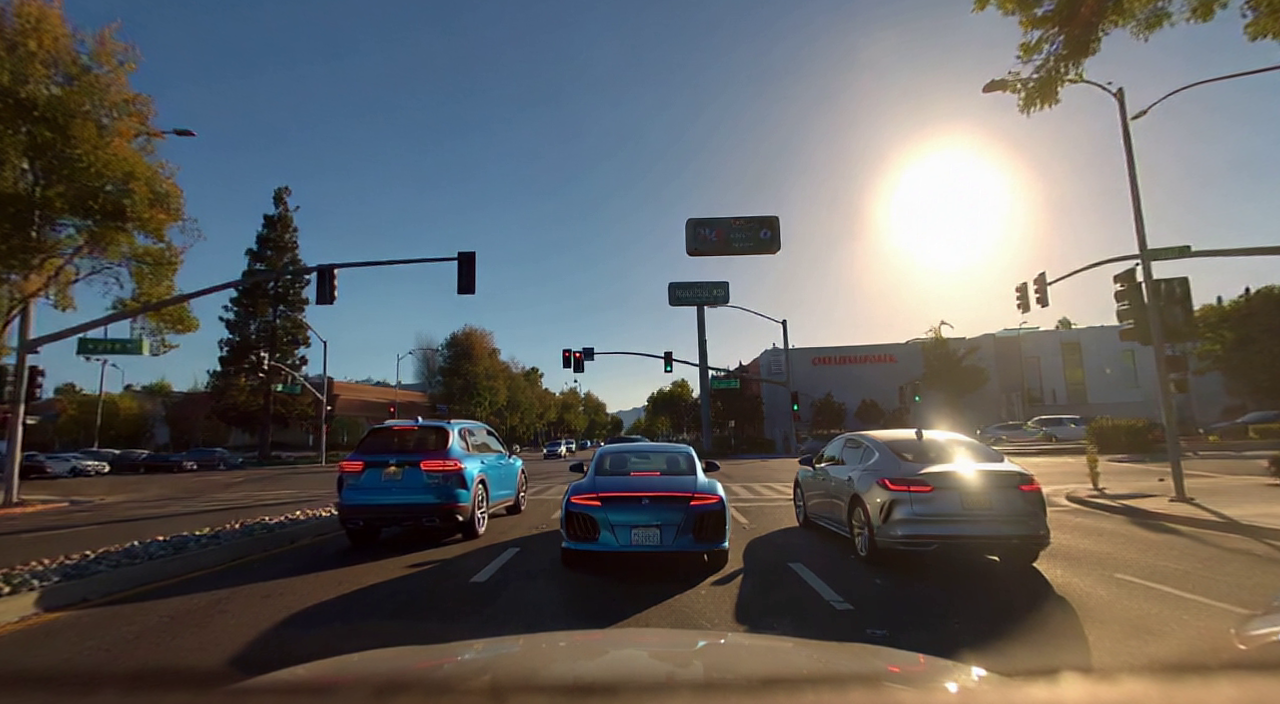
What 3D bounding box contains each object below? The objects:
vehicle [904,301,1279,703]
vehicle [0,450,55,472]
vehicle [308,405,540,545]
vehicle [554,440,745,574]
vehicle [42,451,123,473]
[{"bbox_3d":[3.098,0.805,2.518,2.143,1.759,4.531,0,-8,1],"label":"vehicle"},{"bbox_3d":[-46.160,7.956,46.164,4.545,1.558,1.833,0,-8,-4],"label":"vehicle"},{"bbox_3d":[-3.162,1.941,10.564,2.061,1.781,4.842,0,-8,1],"label":"vehicle"},{"bbox_3d":[0.113,1.866,8.385,1.945,1.343,3.827,0,-8,1],"label":"vehicle"},{"bbox_3d":[-41.305,8.155,46.781,4.195,1.533,1.752,0,-8,-3],"label":"vehicle"}]
